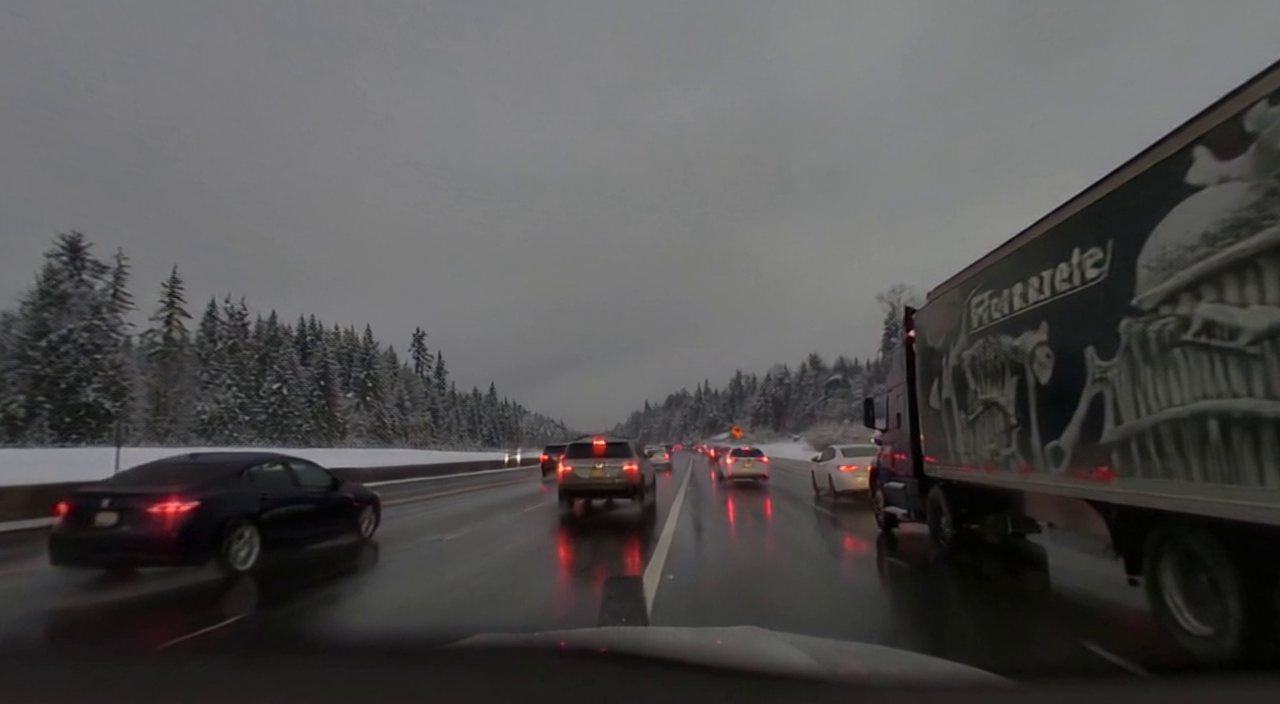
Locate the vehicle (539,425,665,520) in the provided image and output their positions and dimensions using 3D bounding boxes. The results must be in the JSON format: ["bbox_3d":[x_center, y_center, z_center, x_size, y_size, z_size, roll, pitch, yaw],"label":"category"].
[{"bbox_3d":[-0.655,2.680,14.611,2.153,1.805,4.631,-1,-8,6],"label":"vehicle"}]

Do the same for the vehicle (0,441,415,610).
[{"bbox_3d":[-5.020,1.891,8.091,1.965,1.443,4.968,-1,-8,7],"label":"vehicle"}]

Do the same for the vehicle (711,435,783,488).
[{"bbox_3d":[3.754,3.922,22.873,2.156,1.701,4.494,-1,-8,5],"label":"vehicle"}]

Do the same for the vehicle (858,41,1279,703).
[{"bbox_3d":[4.663,0.543,5.309,2.987,3.212,9.311,-1,-8,5],"label":"vehicle"}]
